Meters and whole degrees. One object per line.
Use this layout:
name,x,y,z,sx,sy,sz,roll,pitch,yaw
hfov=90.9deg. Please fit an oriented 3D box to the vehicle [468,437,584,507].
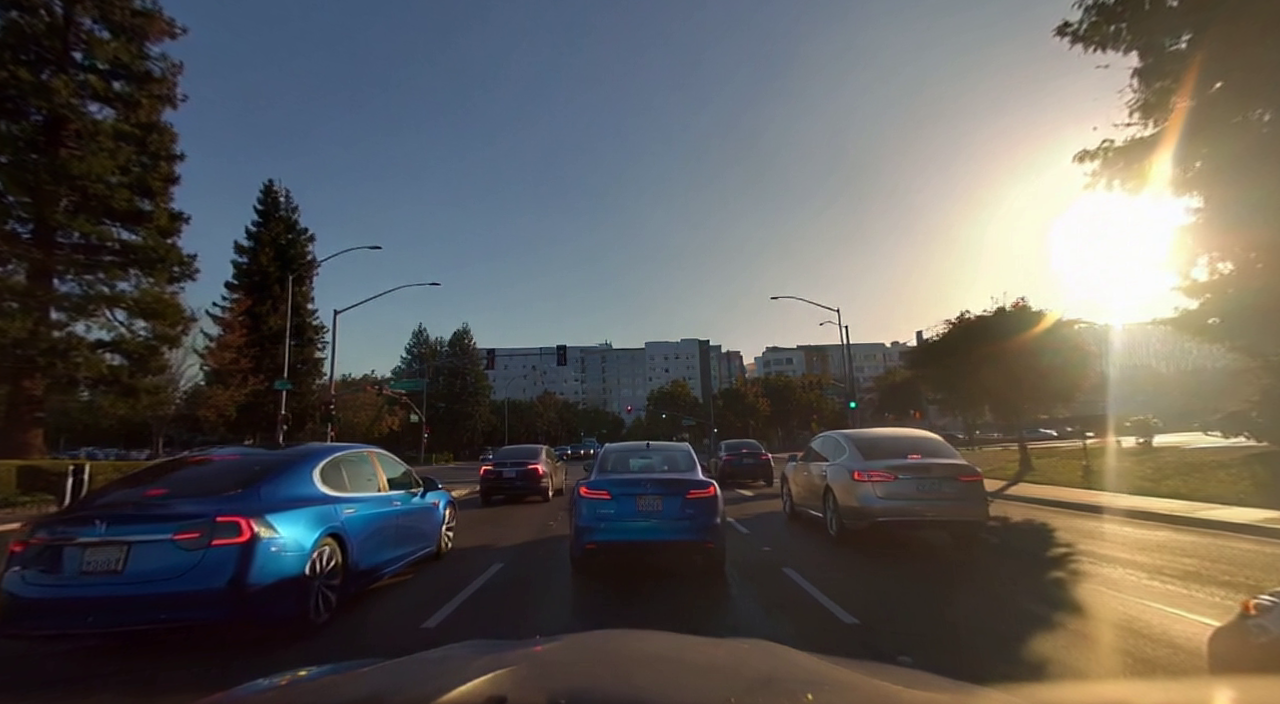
vehicle,-2.749,3.011,16.235,2.089,1.537,4.073,-1,-8,2

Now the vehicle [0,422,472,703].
vehicle,-3.088,1.435,5.445,2.015,1.478,4.407,0,-8,0

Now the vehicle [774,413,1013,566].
vehicle,3.420,1.907,9.481,1.938,1.732,4.006,1,-8,0

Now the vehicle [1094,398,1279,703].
vehicle,3.302,0.714,0.837,1.951,1.522,4.614,0,-8,0

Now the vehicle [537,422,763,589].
vehicle,0.087,1.782,8.187,2.144,1.563,4.218,0,-8,0
